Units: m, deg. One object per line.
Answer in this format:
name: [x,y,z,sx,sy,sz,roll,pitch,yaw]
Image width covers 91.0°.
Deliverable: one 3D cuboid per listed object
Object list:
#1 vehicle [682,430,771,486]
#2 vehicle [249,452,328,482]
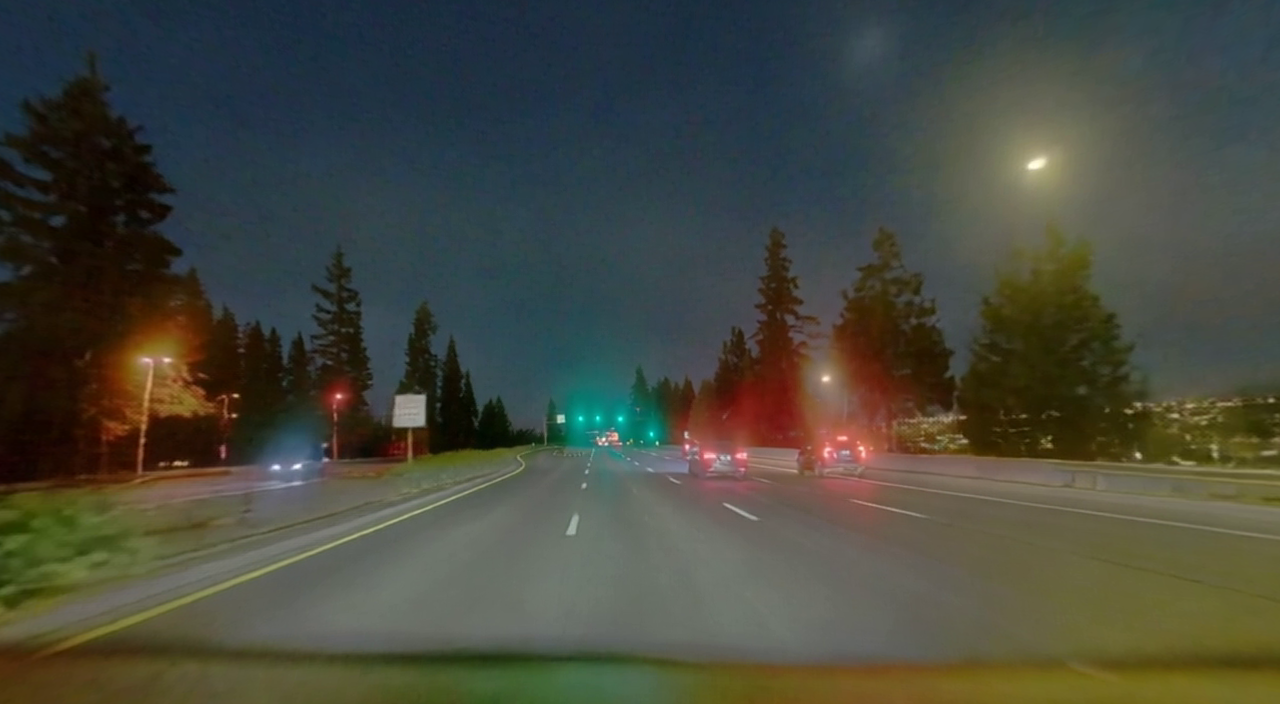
vehicle: [2.813,3.610,21.706,2.066,1.683,4.675,1,-9,-5]
vehicle: [-19.880,6.480,35.856,2.059,1.509,4.608,0,-9,-4]
